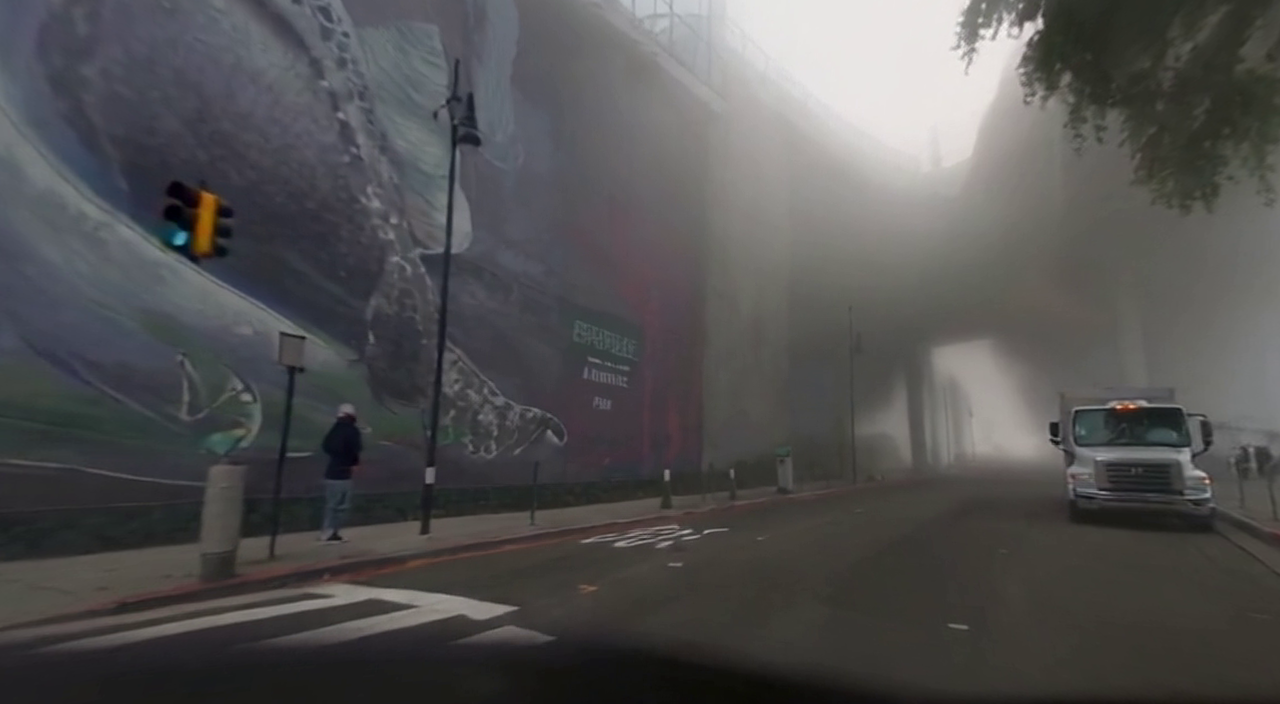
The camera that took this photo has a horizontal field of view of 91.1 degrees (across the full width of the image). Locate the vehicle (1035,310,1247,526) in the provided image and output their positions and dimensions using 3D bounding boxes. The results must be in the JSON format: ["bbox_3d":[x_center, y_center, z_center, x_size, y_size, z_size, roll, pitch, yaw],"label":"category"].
[{"bbox_3d":[12.189,1.819,15.971,2.849,3.893,9.347,-6,-10,34],"label":"vehicle"}]
